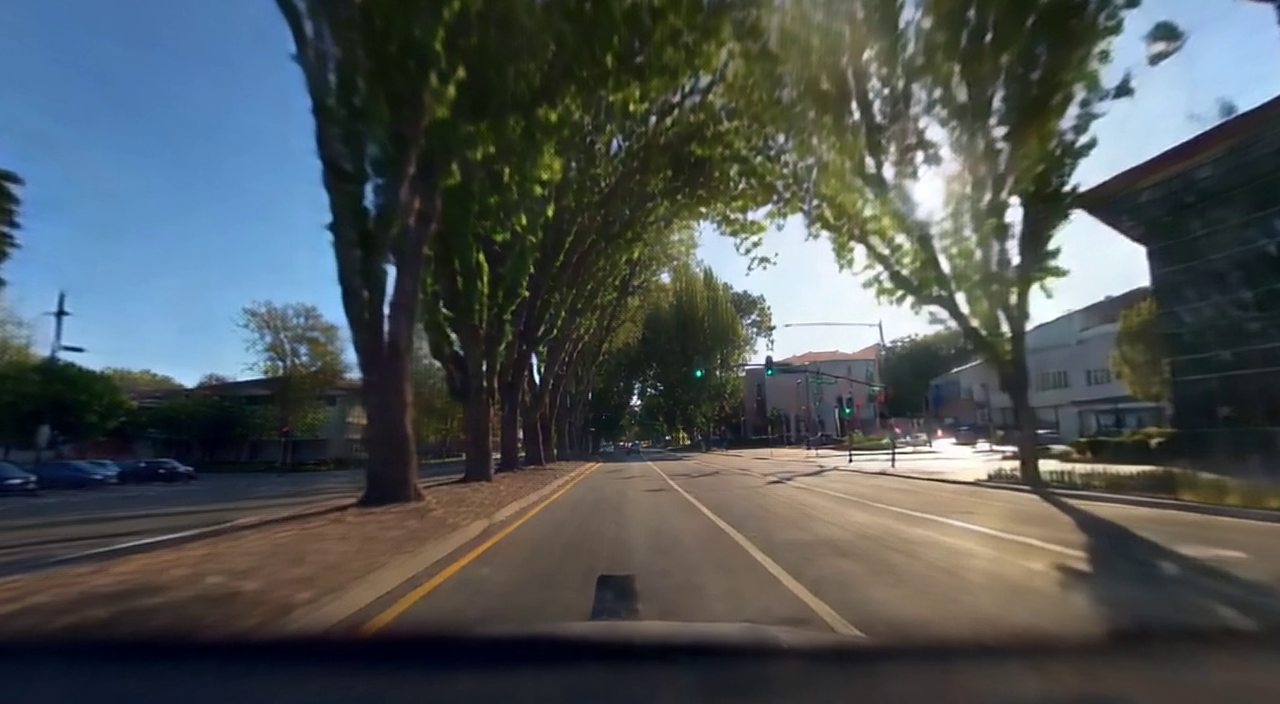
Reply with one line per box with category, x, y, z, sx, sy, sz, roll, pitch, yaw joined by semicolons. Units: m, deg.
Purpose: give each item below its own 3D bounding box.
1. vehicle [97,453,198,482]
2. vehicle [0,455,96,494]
vehicle;-30.689;7.180;39.460;4.632;1.681;1.904;0;-9;-1
vehicle;-29.060;5.830;30.445;1.918;1.669;4.300;0;-9;-3
